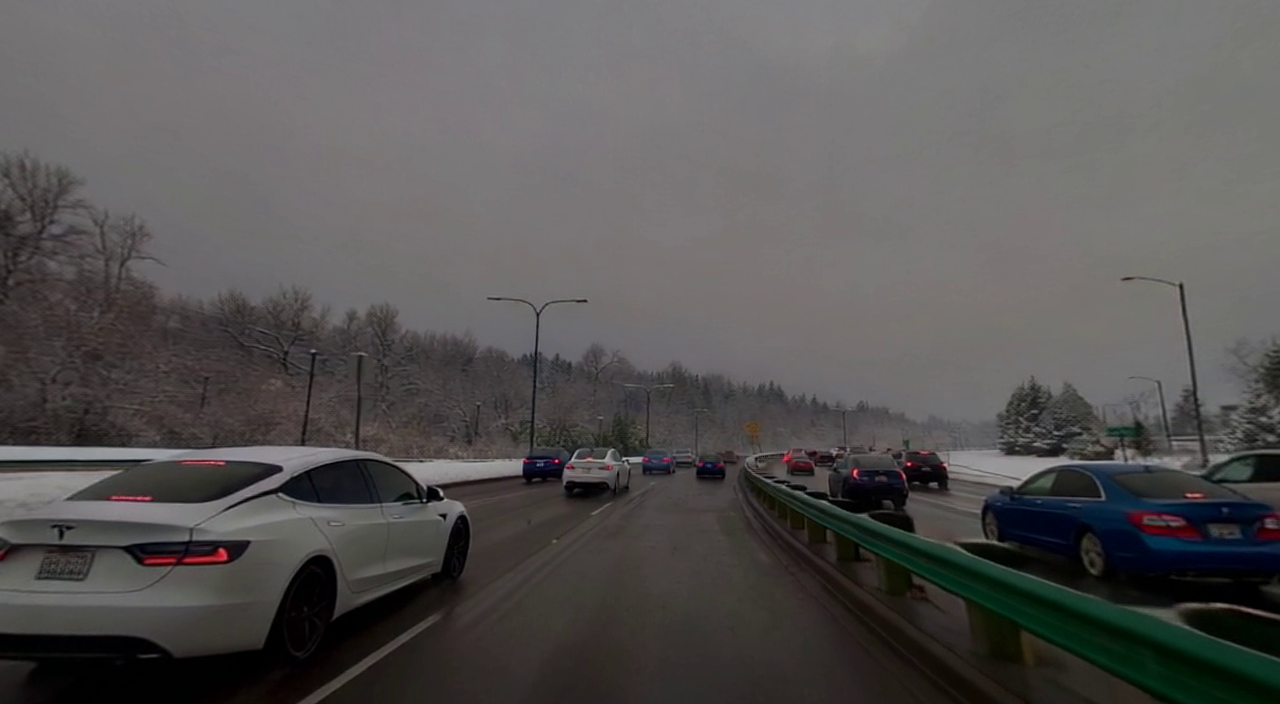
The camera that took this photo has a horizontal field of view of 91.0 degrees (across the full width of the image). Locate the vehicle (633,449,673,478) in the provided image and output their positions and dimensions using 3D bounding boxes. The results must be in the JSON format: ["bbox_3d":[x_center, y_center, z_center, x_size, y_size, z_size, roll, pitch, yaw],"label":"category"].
[{"bbox_3d":[0.851,6.694,38.057,1.930,1.635,4.260,-1,-9,8],"label":"vehicle"}]

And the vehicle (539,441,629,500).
[{"bbox_3d":[-1.676,3.778,20.582,1.979,1.663,4.513,-1,-9,7],"label":"vehicle"}]

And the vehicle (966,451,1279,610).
[{"bbox_3d":[6.577,2.155,8.656,1.869,1.516,4.753,0,-9,3],"label":"vehicle"}]

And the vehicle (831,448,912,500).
[{"bbox_3d":[8.121,4.270,22.496,1.768,1.634,4.064,-1,-9,7],"label":"vehicle"}]

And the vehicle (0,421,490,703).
[{"bbox_3d":[-2.930,1.450,5.495,1.921,1.503,4.317,0,-9,4],"label":"vehicle"}]

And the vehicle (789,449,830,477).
[{"bbox_3d":[10.642,6.958,39.699,1.890,1.610,4.045,-1,-9,7],"label":"vehicle"}]

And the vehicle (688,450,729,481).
[{"bbox_3d":[3.797,6.115,34.282,2.015,1.506,4.276,-1,-9,9],"label":"vehicle"}]
